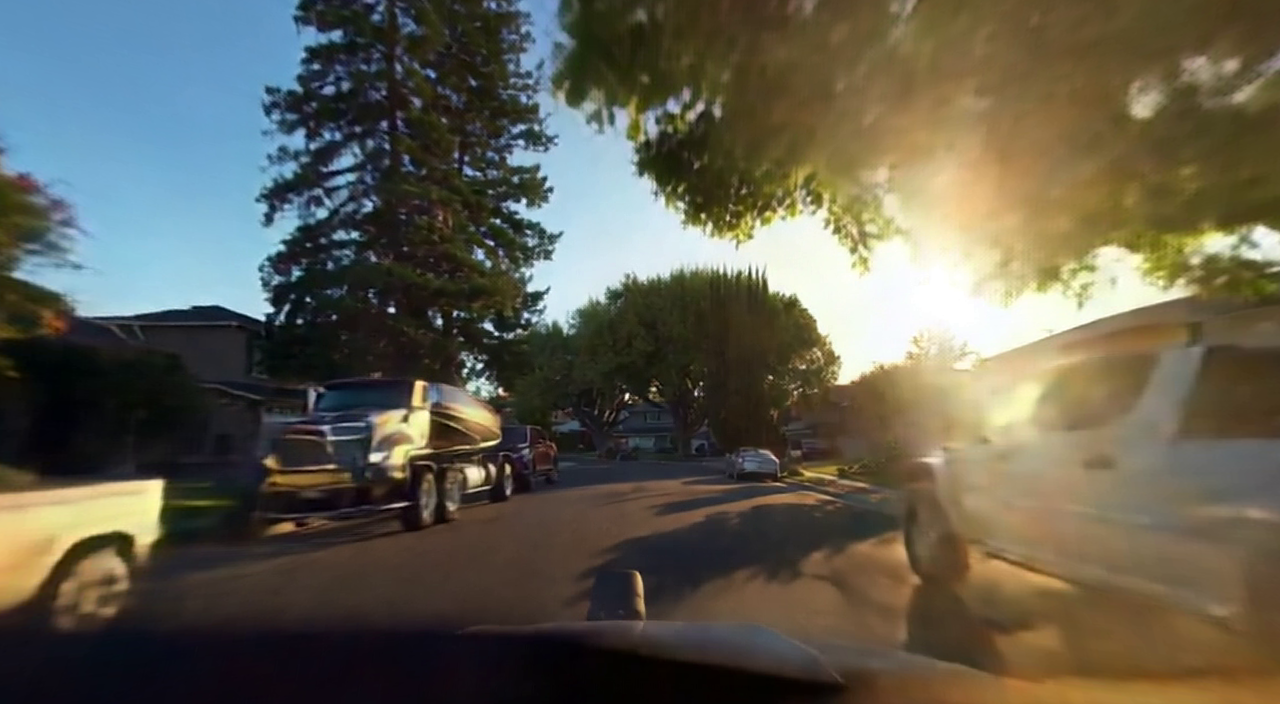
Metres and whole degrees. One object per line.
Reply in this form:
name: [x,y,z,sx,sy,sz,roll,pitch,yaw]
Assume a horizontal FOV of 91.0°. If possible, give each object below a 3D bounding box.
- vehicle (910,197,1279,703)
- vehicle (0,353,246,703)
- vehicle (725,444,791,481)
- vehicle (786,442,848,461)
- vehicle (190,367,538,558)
vehicle: [4.305,0.758,4.038,2.697,2.558,5.635,0,-9,1]
vehicle: [-4.103,0.803,2.456,2.052,1.745,4.737,0,-9,0]
vehicle: [5.087,4.818,27.776,1.998,1.489,4.722,0,-9,0]
vehicle: [13.880,7.784,49.389,4.252,1.429,1.907,2,-9,-18]
vehicle: [-3.824,1.765,10.663,2.632,2.249,6.179,-1,-9,5]
